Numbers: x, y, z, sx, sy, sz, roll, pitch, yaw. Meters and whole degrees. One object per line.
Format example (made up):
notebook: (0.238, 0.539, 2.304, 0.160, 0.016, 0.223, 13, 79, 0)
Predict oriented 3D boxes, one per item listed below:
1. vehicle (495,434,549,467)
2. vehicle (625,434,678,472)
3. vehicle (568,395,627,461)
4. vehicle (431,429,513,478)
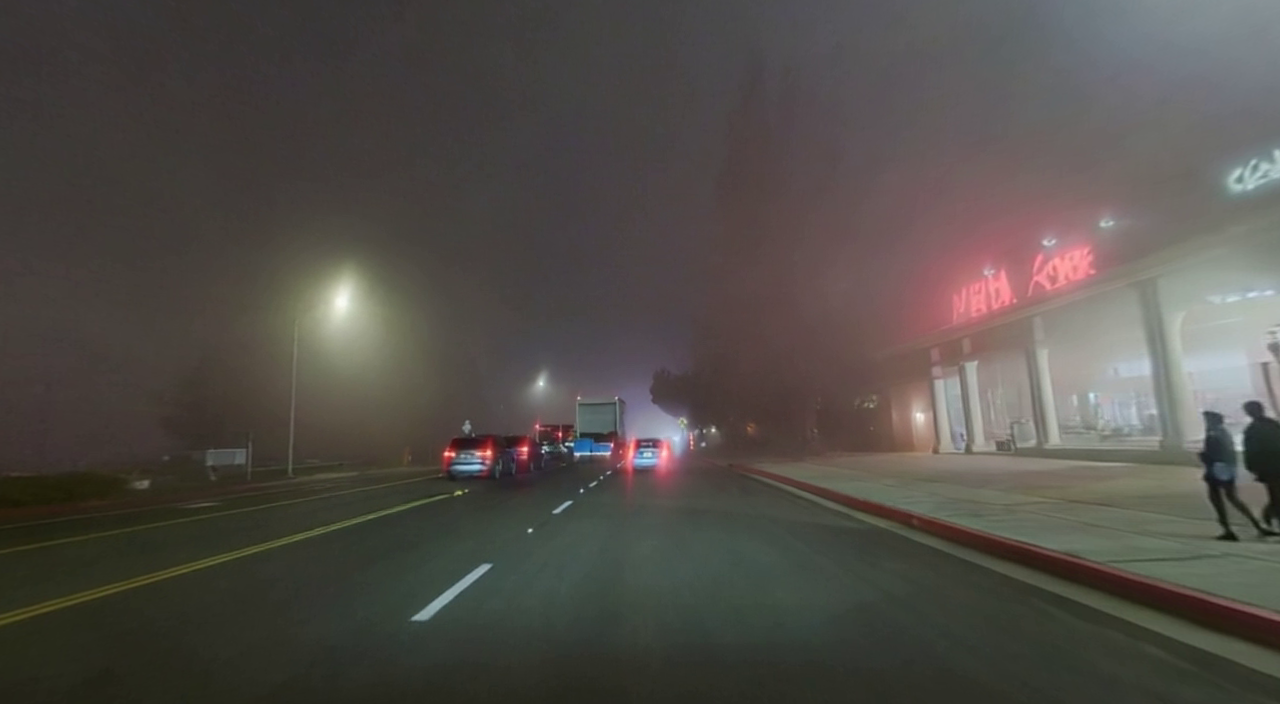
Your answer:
vehicle: (-6.621, 5.577, 35.777, 2.143, 1.736, 4.648, 0, -9, 1)
vehicle: (0.492, 4.346, 27.240, 2.144, 1.514, 4.063, 0, -9, 1)
vehicle: (-2.614, 5.404, 43.285, 2.992, 3.949, 11.815, 0, -9, 1)
vehicle: (-6.845, 4.180, 26.057, 2.014, 1.830, 4.281, 0, -9, 3)
